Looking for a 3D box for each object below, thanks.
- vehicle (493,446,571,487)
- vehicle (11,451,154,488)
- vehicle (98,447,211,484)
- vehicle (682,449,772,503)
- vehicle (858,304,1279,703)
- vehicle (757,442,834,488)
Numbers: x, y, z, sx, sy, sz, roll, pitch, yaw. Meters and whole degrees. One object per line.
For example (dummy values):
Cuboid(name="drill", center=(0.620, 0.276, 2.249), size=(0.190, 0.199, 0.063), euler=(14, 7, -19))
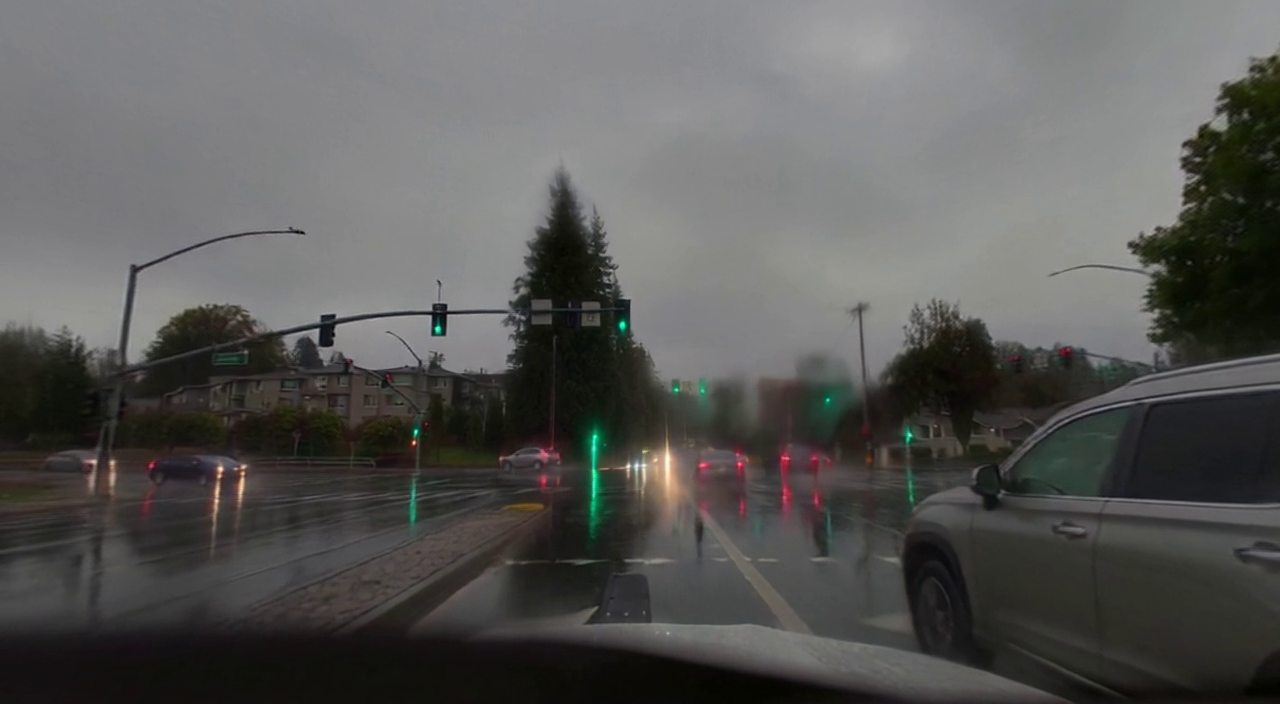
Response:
Cuboid(name="vehicle", center=(-5.068, 5.227, 29.133), size=(2.099, 1.705, 4.020), euler=(5, -10, -32))
Cuboid(name="vehicle", center=(-26.243, 5.543, 29.800), size=(4.724, 1.630, 1.968), euler=(0, -8, -3))
Cuboid(name="vehicle", center=(-27.730, 6.473, 36.114), size=(4.689, 1.734, 2.034), euler=(3, -8, -1))
Cuboid(name="vehicle", center=(2.601, 3.830, 20.029), size=(2.009, 1.480, 4.423), euler=(0, -8, -3))
Cuboid(name="vehicle", center=(2.818, 0.863, 2.551), size=(2.115, 1.737, 4.642), euler=(0, -8, -1))
Cuboid(name="vehicle", center=(6.768, 4.931, 27.967), size=(2.105, 1.830, 4.610), euler=(0, -8, -1))
